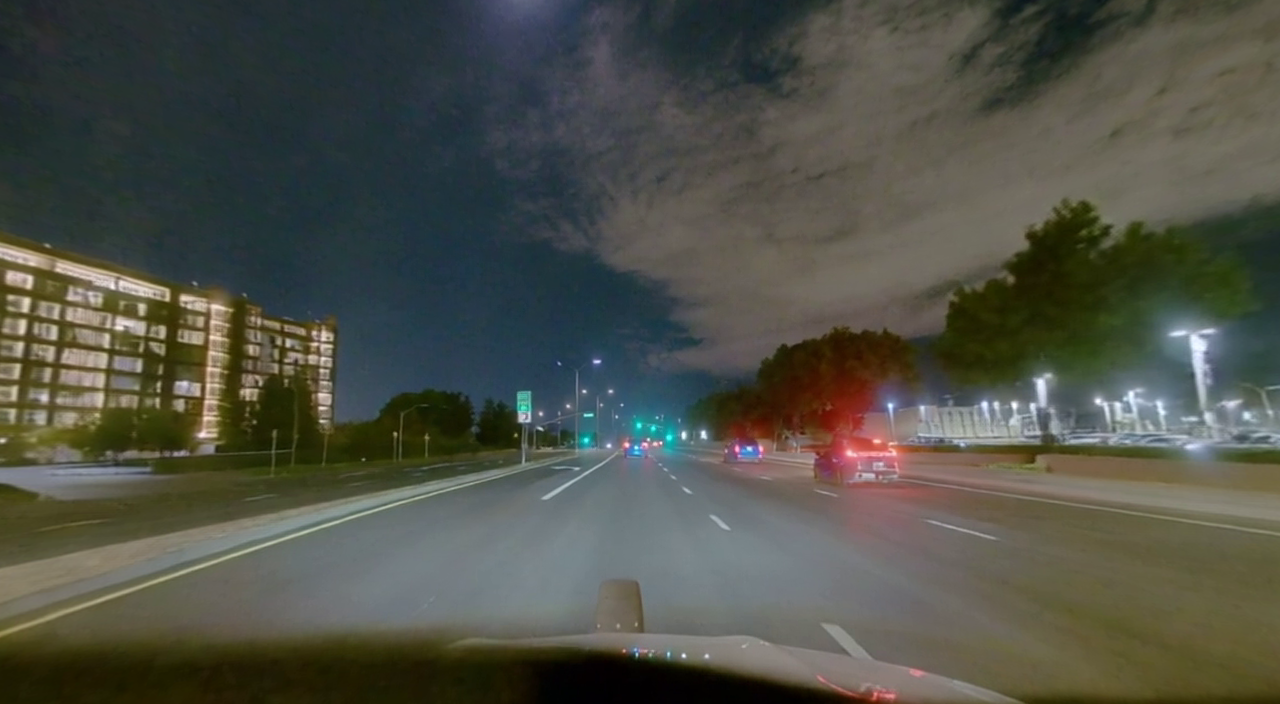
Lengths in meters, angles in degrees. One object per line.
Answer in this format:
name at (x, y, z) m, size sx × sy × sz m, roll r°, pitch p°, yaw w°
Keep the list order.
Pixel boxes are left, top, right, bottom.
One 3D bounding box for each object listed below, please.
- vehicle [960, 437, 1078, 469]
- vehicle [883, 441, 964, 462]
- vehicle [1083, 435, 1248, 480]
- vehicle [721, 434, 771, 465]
vehicle at (19.129, 5.125, 31.948) m, size 4.644 × 1.552 × 1.980 m, roll -1°, pitch -9°, yaw 4°
vehicle at (19.741, 6.948, 43.952) m, size 4.653 × 1.438 × 1.939 m, roll 0°, pitch -9°, yaw -2°
vehicle at (20.009, 4.011, 24.130) m, size 4.485 × 1.608 × 1.955 m, roll 0°, pitch -9°, yaw 0°
vehicle at (6.568, 6.100, 39.517) m, size 2.136 × 1.799 × 4.796 m, roll 0°, pitch -9°, yaw -2°
